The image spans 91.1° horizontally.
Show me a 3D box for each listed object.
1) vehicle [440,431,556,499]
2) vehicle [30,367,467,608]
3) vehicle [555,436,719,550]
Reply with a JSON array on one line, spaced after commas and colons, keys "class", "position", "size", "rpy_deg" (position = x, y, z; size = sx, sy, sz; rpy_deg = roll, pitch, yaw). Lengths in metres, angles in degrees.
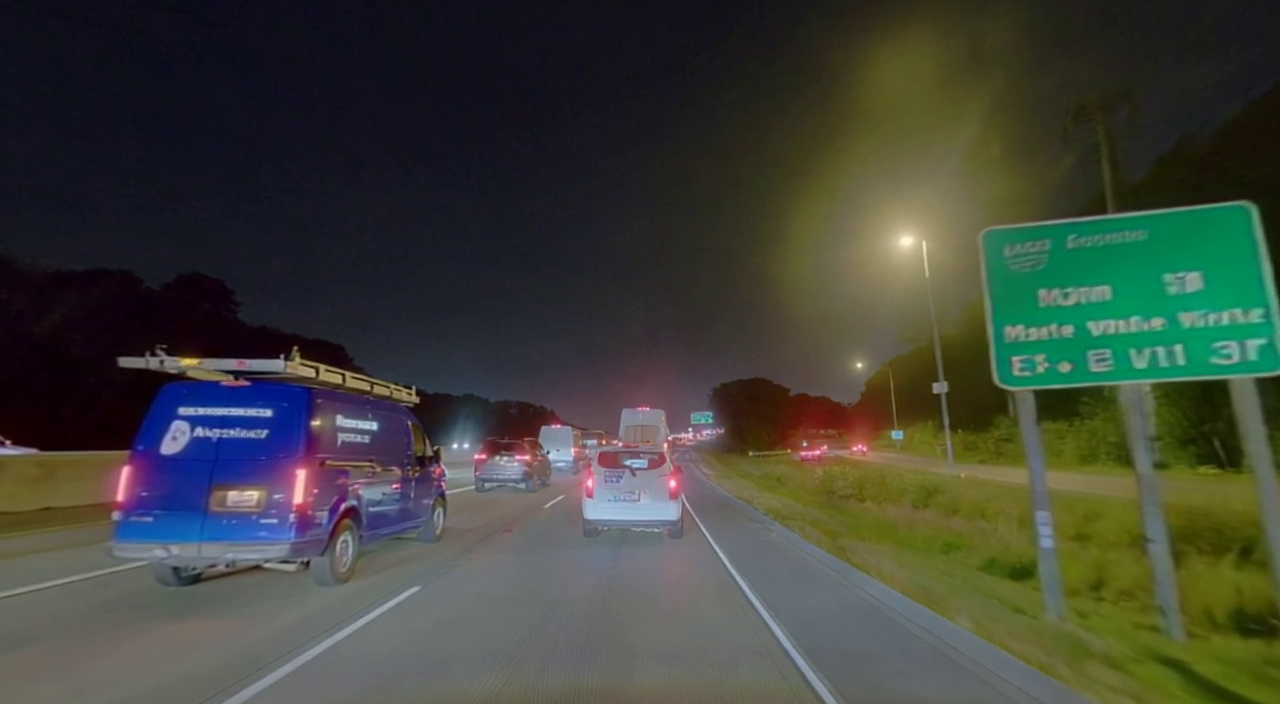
[{"class": "vehicle", "position": [-3.837, 3.141, 17.892], "size": [2.114, 1.657, 4.432], "rpy_deg": [0, -8, 2]}, {"class": "vehicle", "position": [-3.844, 1.436, 7.483], "size": [2.142, 1.952, 4.556], "rpy_deg": [0, -8, 1]}, {"class": "vehicle", "position": [-0.058, 2.081, 10.002], "size": [2.054, 1.421, 4.090], "rpy_deg": [0, -8, -1]}]
